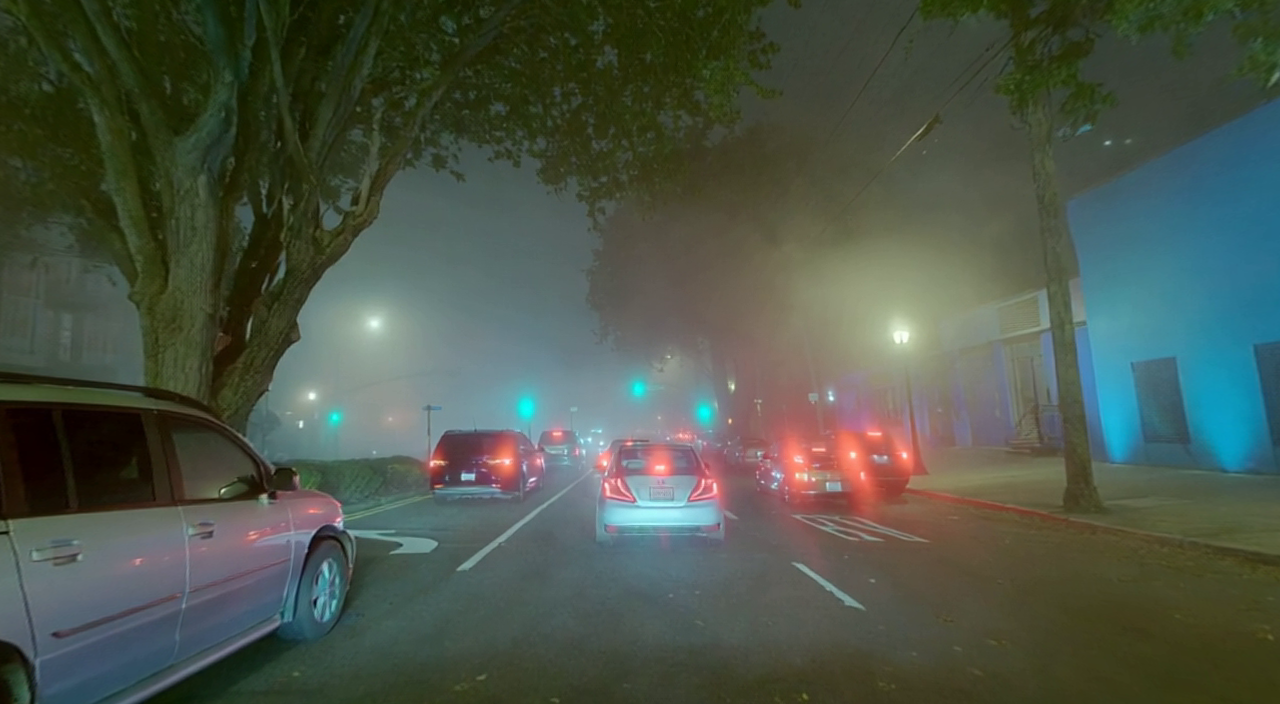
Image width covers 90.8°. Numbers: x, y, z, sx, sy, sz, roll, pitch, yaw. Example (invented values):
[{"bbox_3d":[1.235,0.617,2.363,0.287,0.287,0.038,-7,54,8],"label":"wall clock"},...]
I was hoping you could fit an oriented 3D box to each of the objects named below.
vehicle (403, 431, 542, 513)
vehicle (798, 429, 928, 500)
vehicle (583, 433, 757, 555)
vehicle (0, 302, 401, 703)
[{"bbox_3d":[-3.509,2.613,14.245,1.901,1.522,4.556,0,-9,0],"label":"vehicle"},{"bbox_3d":[6.340,3.253,18.676,2.025,1.808,4.579,0,-9,-2],"label":"vehicle"},{"bbox_3d":[0.268,1.993,9.578,2.095,1.438,3.843,0,-9,-3],"label":"vehicle"},{"bbox_3d":[-3.270,0.932,3.398,2.152,1.802,4.628,0,-9,0],"label":"vehicle"}]
